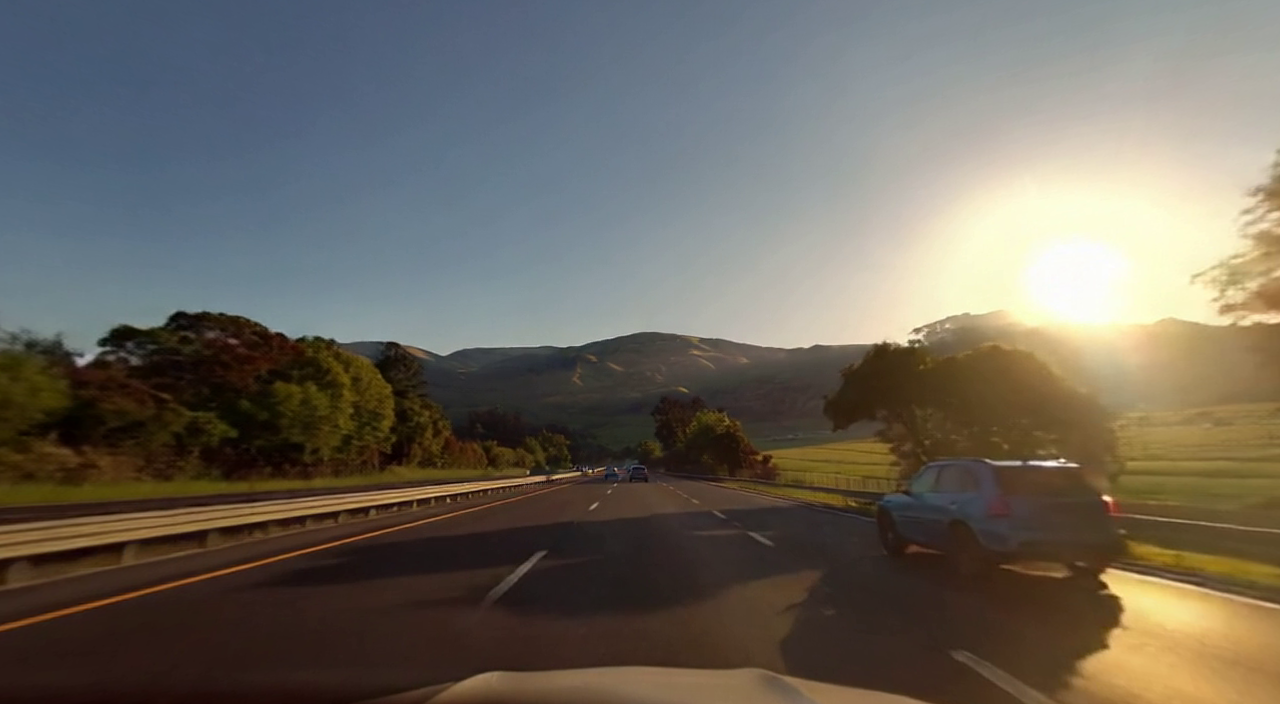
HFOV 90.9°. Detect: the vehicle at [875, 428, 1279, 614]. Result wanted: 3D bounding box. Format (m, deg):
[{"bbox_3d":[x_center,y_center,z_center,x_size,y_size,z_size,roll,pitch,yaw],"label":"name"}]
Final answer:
[{"bbox_3d":[5.182,2.069,8.463,2.089,1.770,4.571,1,-11,-3],"label":"vehicle"}]
